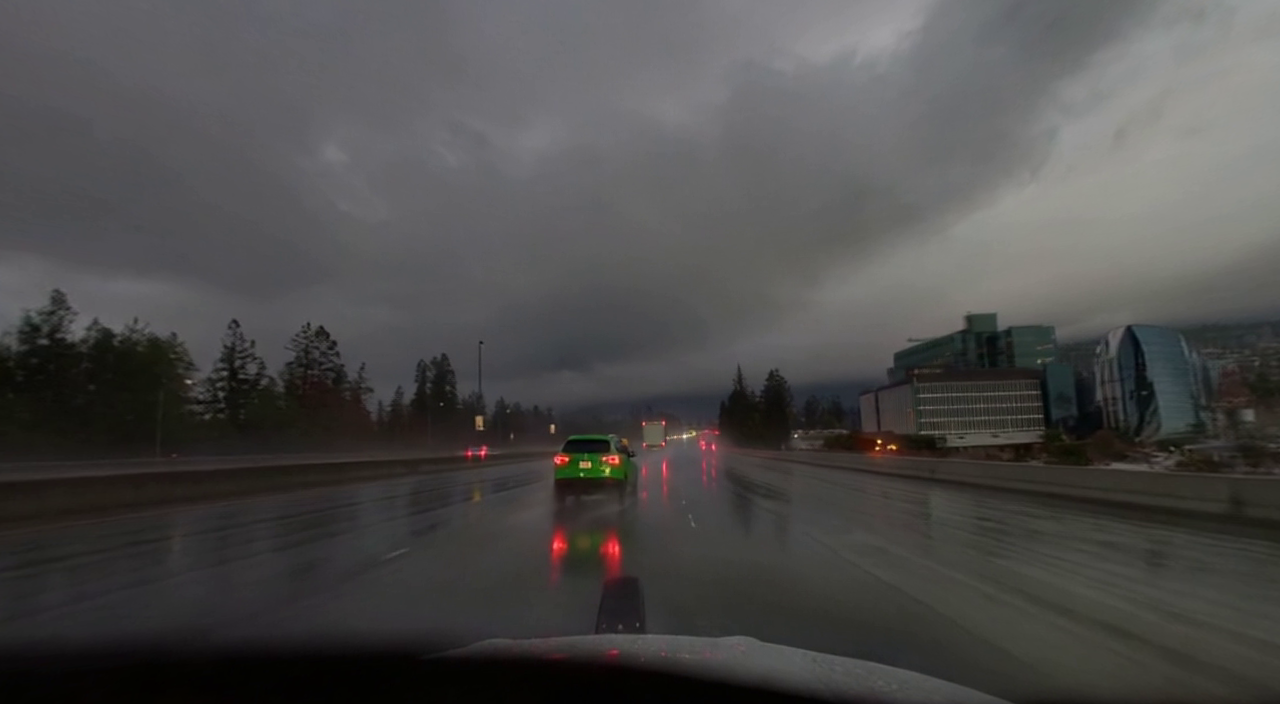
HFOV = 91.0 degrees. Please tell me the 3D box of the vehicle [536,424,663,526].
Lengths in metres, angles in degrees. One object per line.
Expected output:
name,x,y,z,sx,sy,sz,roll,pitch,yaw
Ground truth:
vehicle,-0.633,2.472,13.197,2.111,1.742,4.315,0,-9,3
